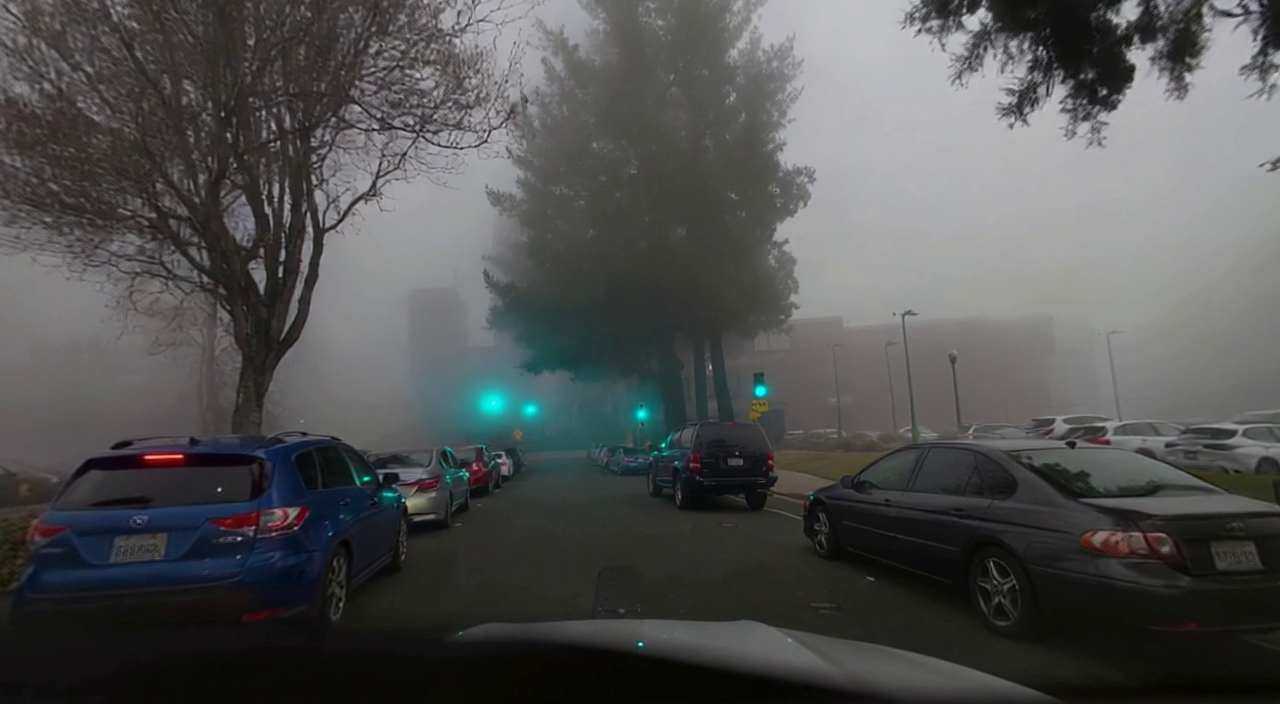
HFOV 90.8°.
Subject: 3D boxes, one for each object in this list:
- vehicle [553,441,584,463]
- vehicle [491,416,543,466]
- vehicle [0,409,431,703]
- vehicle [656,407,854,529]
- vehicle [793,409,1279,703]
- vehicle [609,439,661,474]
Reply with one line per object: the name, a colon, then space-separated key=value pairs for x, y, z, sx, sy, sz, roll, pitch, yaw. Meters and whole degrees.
vehicle: x=-5.276 y=7.343 z=46.531 sx=2.095 sy=1.473 sz=4.301 roll=1 pitch=-8 yaw=-7
vehicle: x=-8.583 y=6.363 z=45.040 sx=2.820 sy=3.263 sz=7.986 roll=1 pitch=-8 yaw=-6
vehicle: x=-2.903 y=1.341 z=5.131 sx=1.968 sy=1.497 sz=4.286 roll=2 pitch=-9 yaw=-14
vehicle: x=1.905 y=2.244 z=12.870 sx=2.324 sy=1.907 sz=5.634 roll=1 pitch=-8 yaw=-7
vehicle: x=3.160 y=1.399 z=5.634 sx=1.904 sy=1.494 sz=4.864 roll=1 pitch=-8 yaw=-6
vehicle: x=-0.319 y=4.779 z=29.189 sx=1.910 sy=1.493 sz=4.490 roll=1 pitch=-8 yaw=-7
